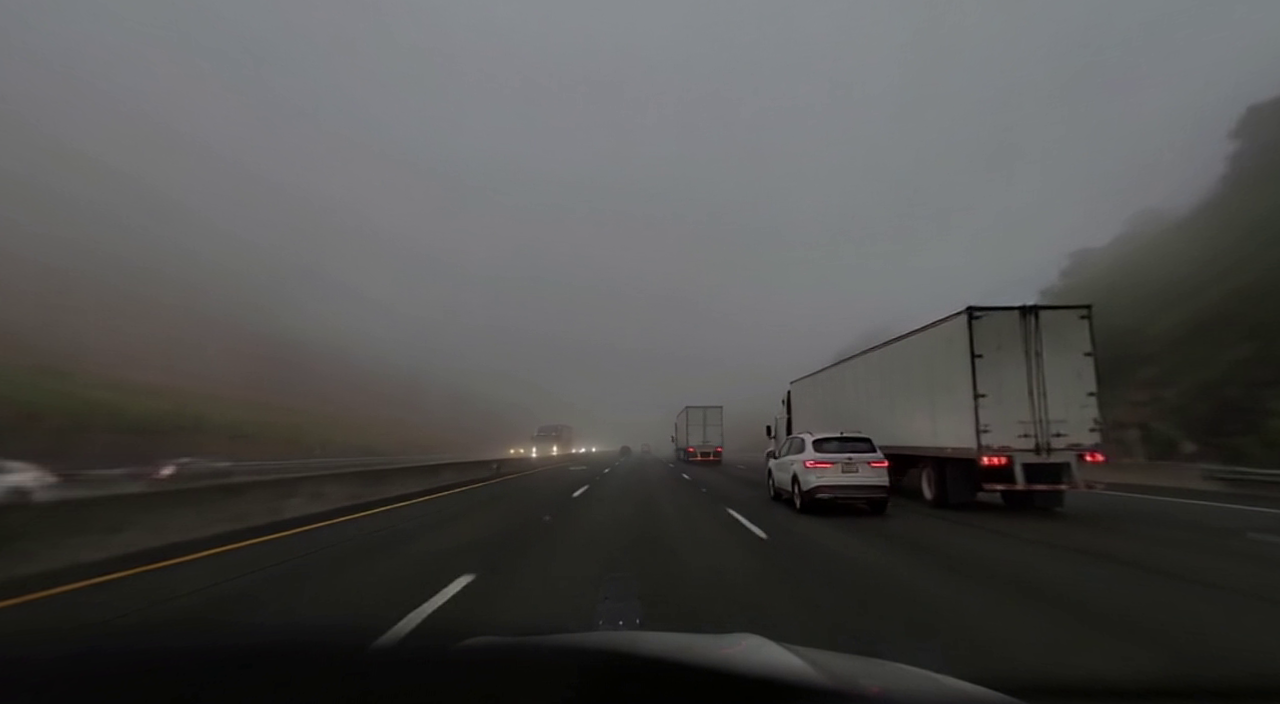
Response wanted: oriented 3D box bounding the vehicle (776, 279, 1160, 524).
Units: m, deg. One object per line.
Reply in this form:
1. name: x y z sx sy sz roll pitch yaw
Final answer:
1. vehicle: 7.263 1.996 18.804 2.947 4.199 16.175 0 -9 1

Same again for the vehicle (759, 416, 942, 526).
1. vehicle: 3.750 2.220 12.187 2.055 1.737 4.224 0 -9 0

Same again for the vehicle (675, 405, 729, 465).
1. vehicle: 4.471 6.403 47.896 3.049 3.968 10.706 0 -9 0

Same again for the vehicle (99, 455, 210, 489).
1. vehicle: -24.056 5.922 31.465 1.865 1.484 4.546 0 -9 1
